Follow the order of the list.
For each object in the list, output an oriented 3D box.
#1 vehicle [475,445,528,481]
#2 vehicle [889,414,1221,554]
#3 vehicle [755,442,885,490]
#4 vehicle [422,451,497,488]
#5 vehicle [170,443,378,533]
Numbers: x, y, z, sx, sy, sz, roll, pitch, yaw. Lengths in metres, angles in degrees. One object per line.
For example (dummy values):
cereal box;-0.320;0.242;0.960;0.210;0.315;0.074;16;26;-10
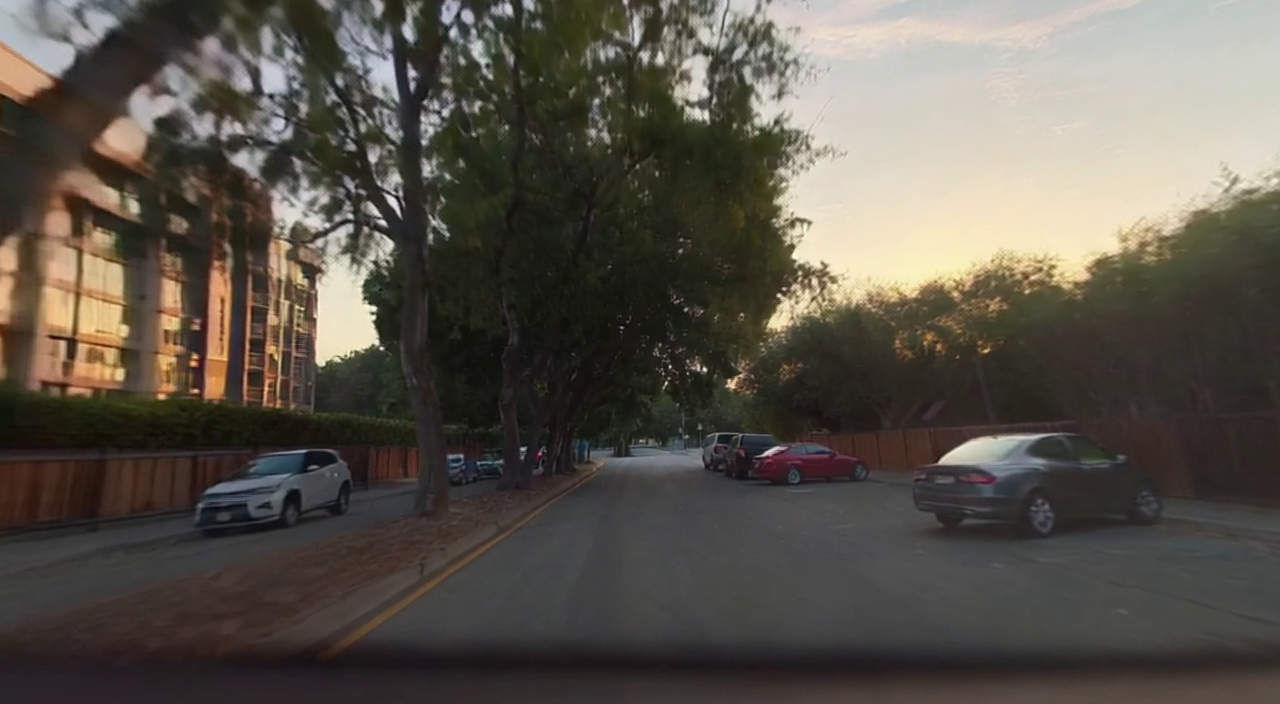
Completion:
vehicle;-7.787;6.248;35.931;1.957;1.693;4.588;-2;-6;1
vehicle;6.595;1.977;10.038;4.858;1.758;2.021;4;-10;-25
vehicle;6.384;3.973;22.313;4.265;1.510;1.915;5;-10;-29
vehicle;-8.149;5.314;28.996;1.911;1.497;4.738;0;-9;2
vehicle;-8.022;2.971;14.466;2.172;1.707;4.273;0;-9;0
